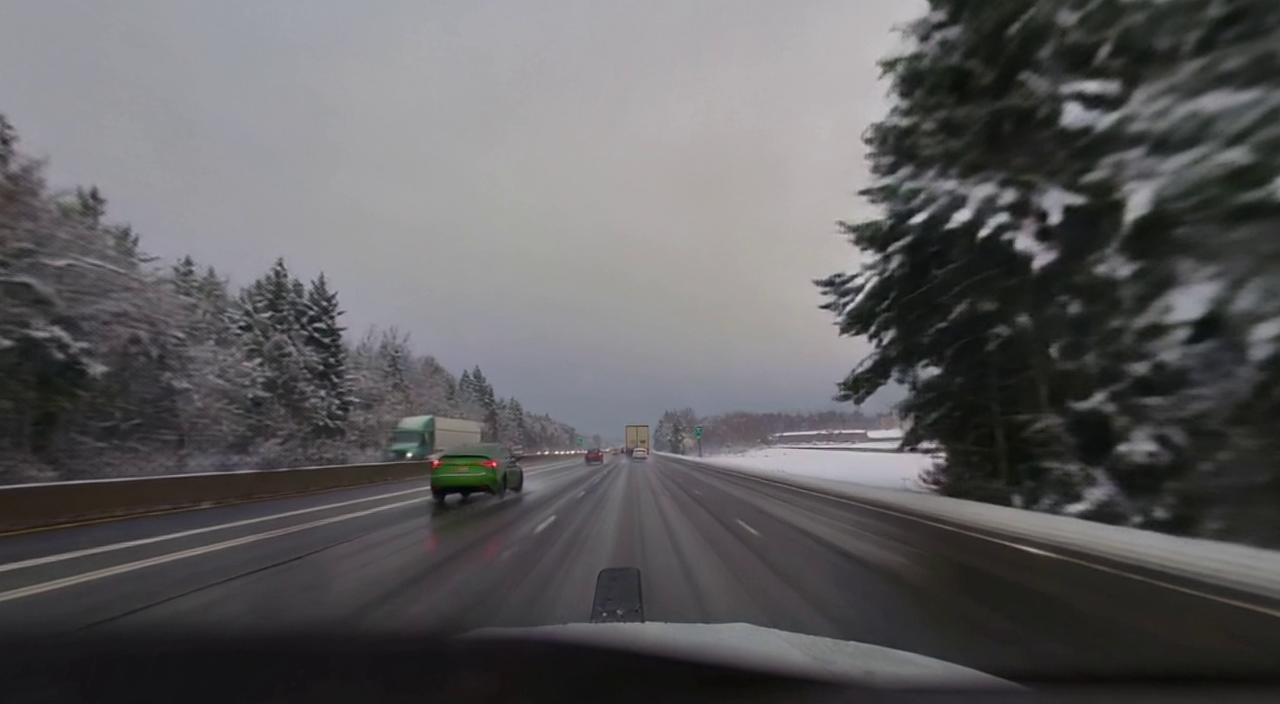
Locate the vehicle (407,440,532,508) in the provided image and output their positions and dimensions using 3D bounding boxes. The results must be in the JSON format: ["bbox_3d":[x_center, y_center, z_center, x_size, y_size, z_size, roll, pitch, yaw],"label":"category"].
[{"bbox_3d":[-4.280,3.125,16.585,2.172,1.548,3.953,0,-9,0],"label":"vehicle"}]

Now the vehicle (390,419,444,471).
[{"bbox_3d":[-17.319,7.280,49.279,3.087,3.865,2.819,0,-9,-1],"label":"vehicle"}]

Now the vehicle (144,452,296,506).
[{"bbox_3d":[-12.439,3.740,19.043,1.848,1.423,3.997,0,-9,-1],"label":"vehicle"}]

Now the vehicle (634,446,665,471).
[{"bbox_3d":[0.581,7.304,43.467,1.992,1.593,3.937,0,-9,-1],"label":"vehicle"}]
